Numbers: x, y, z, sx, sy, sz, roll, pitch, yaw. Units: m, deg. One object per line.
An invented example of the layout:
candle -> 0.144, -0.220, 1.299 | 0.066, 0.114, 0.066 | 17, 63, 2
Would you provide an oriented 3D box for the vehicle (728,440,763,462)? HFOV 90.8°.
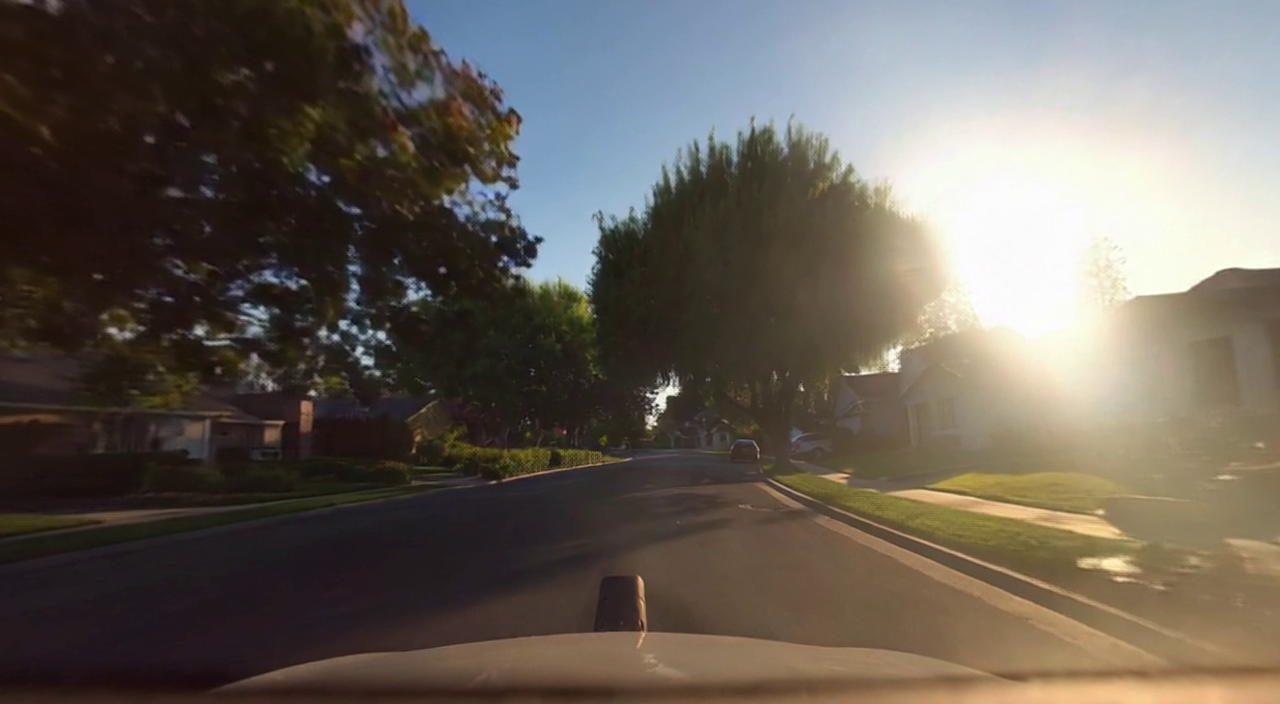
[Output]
vehicle -> 7.787, 7.392, 47.200 | 2.088, 1.522, 4.449 | -1, -8, 3
